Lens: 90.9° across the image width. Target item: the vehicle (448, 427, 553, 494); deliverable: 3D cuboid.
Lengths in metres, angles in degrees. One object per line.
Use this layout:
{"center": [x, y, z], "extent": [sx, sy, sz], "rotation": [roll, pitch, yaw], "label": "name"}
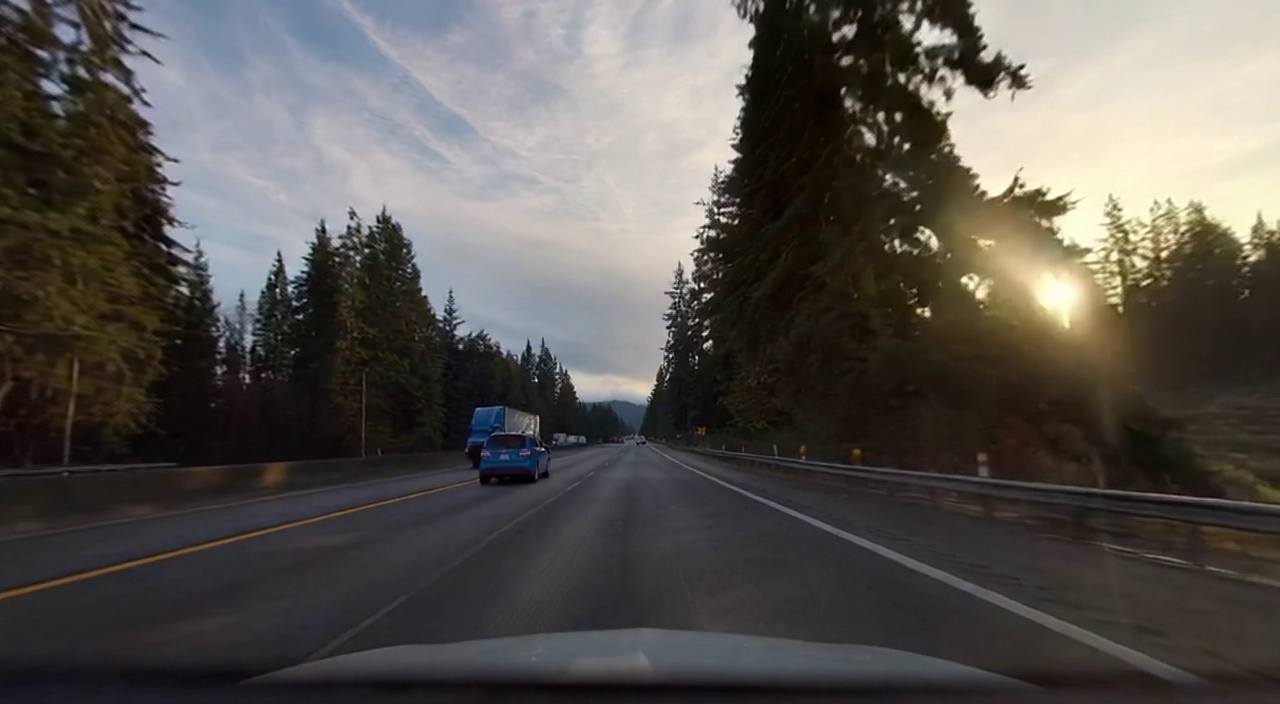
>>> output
{"center": [-4.030, 3.201, 19.042], "extent": [2.084, 1.752, 4.479], "rotation": [0, -8, 1], "label": "vehicle"}
